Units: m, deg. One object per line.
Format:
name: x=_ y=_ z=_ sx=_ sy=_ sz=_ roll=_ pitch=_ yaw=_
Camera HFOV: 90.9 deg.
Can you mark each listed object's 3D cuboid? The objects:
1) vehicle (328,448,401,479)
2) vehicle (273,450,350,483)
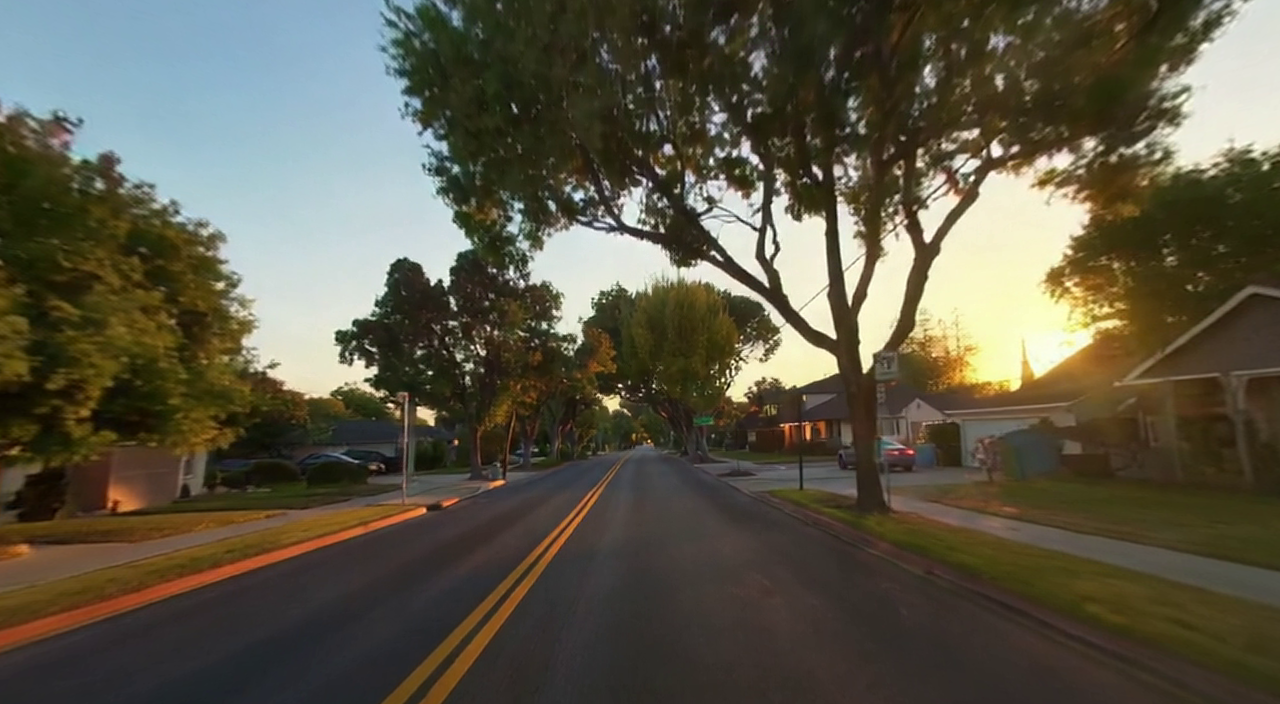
vehicle: x=-14.837 y=6.022 z=34.276 sx=1.830 sy=1.495 sz=4.641 roll=0 pitch=-8 yaw=1
vehicle: x=-17.707 y=6.148 z=34.221 sx=1.903 sy=1.500 sz=4.214 roll=-1 pitch=-7 yaw=1
